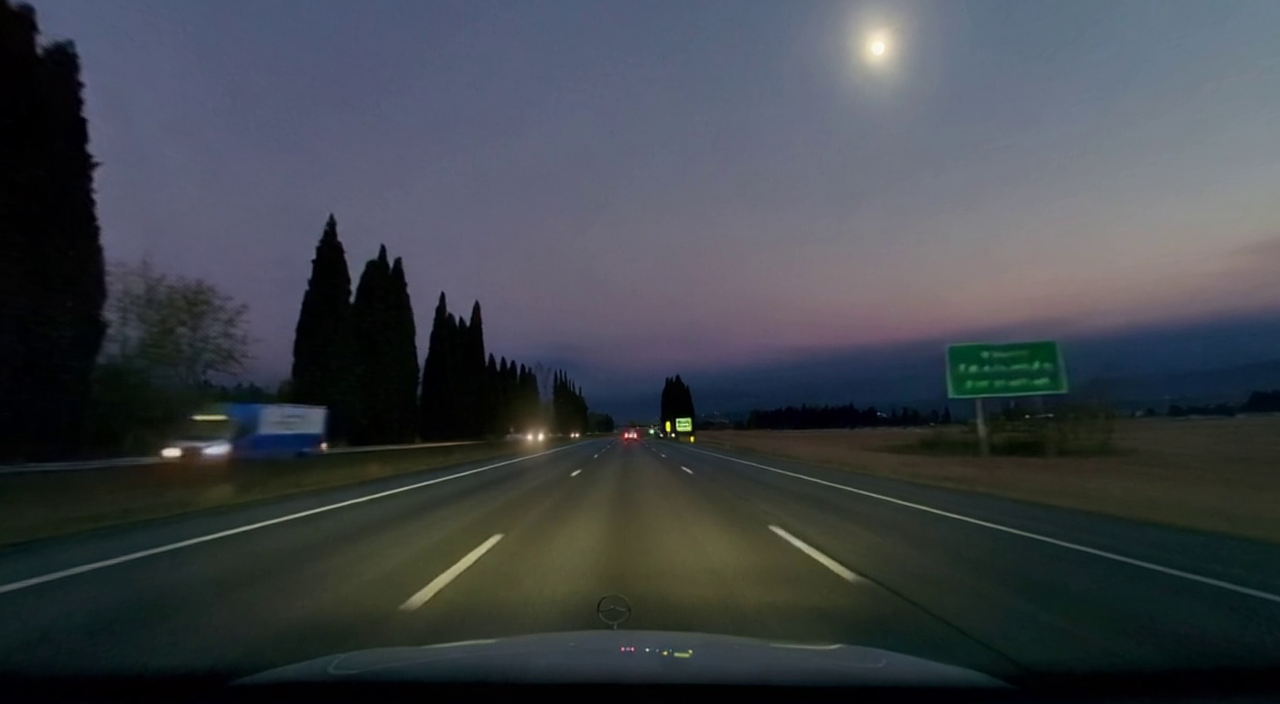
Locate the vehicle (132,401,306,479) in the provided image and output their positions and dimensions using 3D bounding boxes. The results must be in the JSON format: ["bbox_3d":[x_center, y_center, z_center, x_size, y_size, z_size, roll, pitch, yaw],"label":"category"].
[{"bbox_3d":[-17.641,3.754,27.129,2.639,2.882,6.998,0,-8,-1],"label":"vehicle"}]
